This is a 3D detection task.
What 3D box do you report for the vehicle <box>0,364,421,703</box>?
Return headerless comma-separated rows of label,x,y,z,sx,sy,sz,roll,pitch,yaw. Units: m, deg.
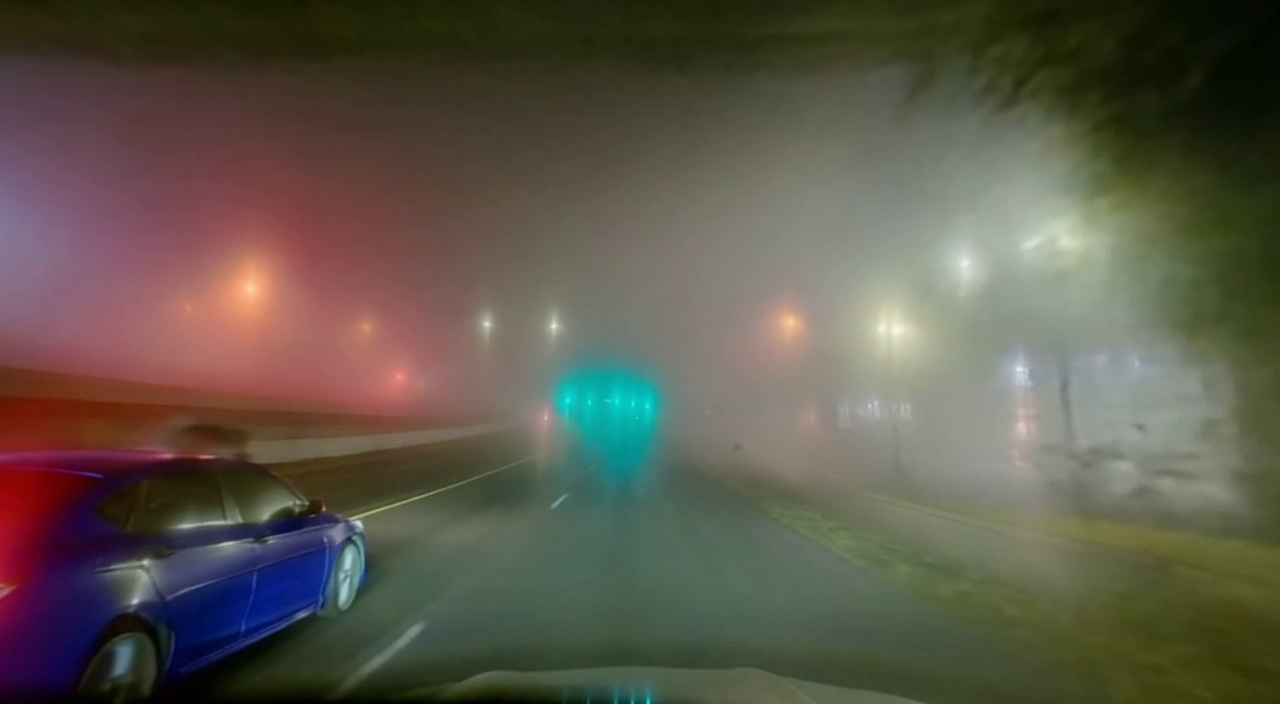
vehicle,-3.155,1.055,3.906,2.041,1.470,4.290,0,-9,0
